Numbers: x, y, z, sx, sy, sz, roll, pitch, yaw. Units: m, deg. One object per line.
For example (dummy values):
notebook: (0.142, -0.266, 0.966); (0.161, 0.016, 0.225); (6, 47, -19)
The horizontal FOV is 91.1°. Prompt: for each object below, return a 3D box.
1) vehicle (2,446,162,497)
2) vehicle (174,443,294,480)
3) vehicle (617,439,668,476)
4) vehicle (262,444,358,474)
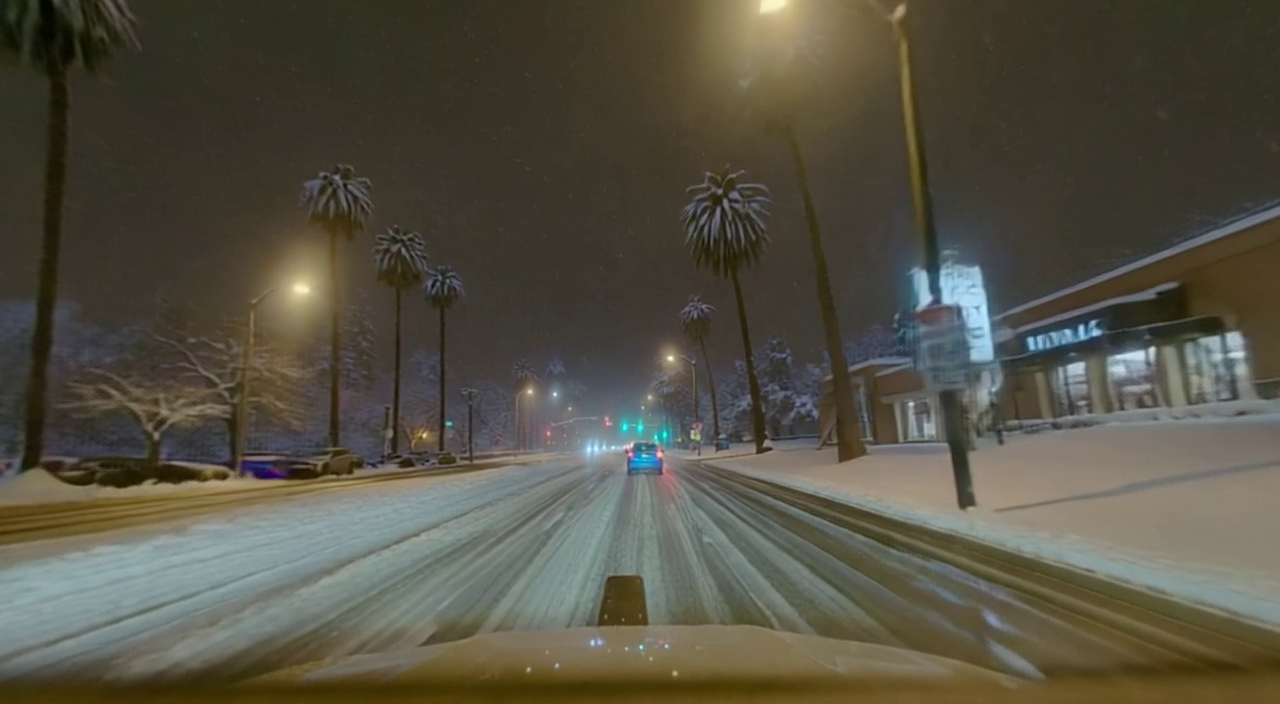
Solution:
vehicle: (-22.855, 4.874, 25.858); (4.672, 1.665, 1.957); (-3, -7, -2)
vehicle: (-22.114, 5.967, 34.369); (4.961, 1.894, 2.256); (0, -9, 0)
vehicle: (0.080, 4.694, 28.181); (2.144, 1.514, 4.063); (0, -9, -1)
vehicle: (-21.358, 6.927, 40.816); (4.979, 1.893, 2.084); (0, -9, -2)
